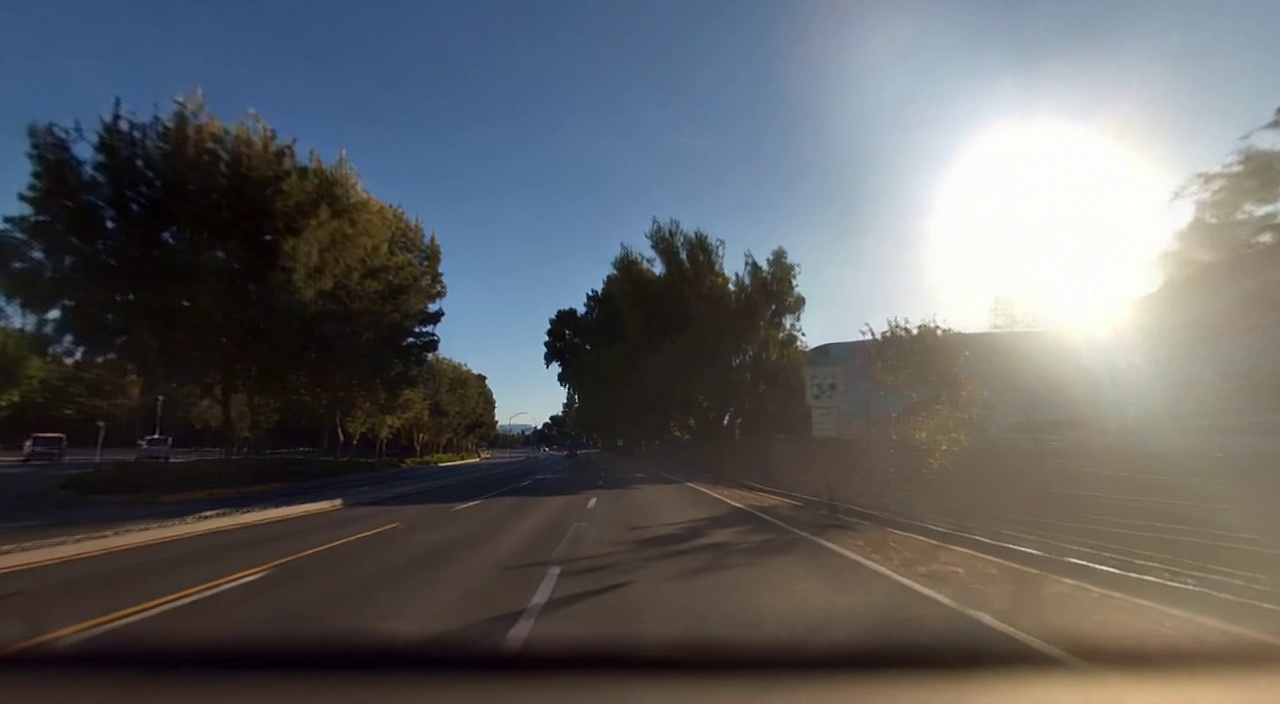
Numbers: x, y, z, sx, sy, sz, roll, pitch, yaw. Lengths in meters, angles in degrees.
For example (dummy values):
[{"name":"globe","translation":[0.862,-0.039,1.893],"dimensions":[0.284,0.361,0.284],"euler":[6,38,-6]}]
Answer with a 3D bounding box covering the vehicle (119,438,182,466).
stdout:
[{"name":"vehicle","translation":[-28.326,5.803,36.220],"dimensions":[3.733,1.499,1.704],"euler":[-7,-11,34]}]
